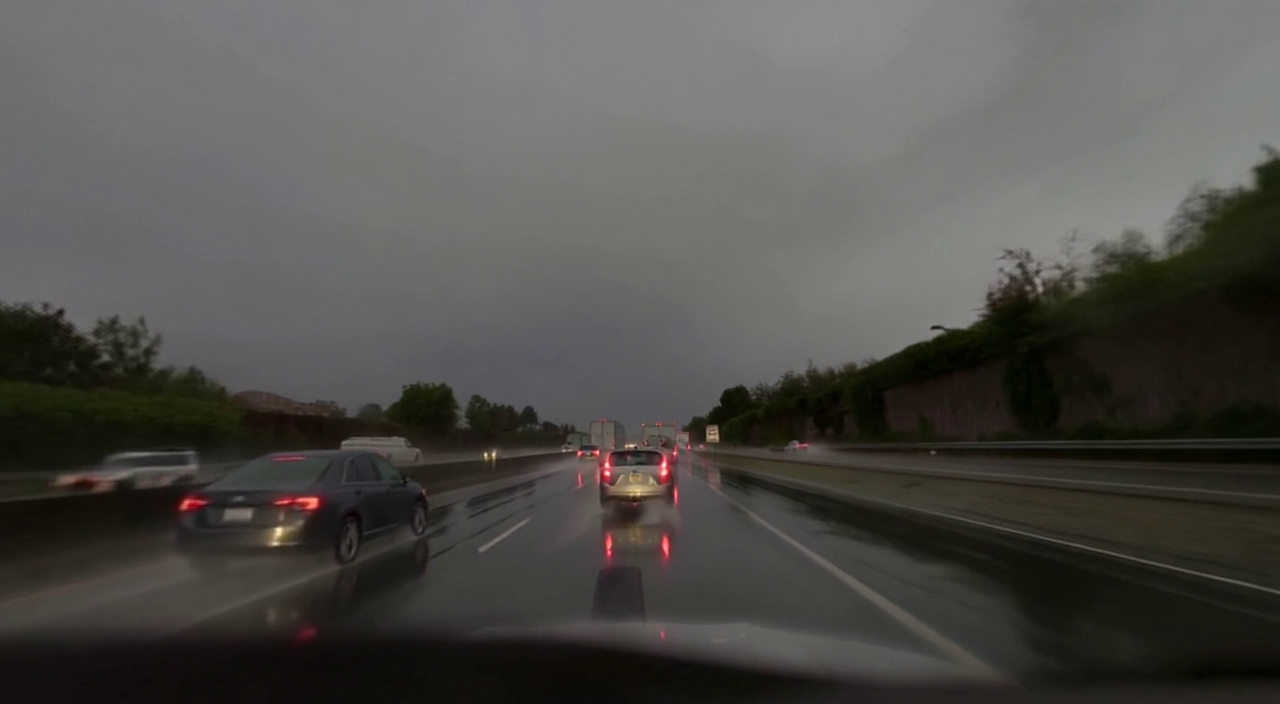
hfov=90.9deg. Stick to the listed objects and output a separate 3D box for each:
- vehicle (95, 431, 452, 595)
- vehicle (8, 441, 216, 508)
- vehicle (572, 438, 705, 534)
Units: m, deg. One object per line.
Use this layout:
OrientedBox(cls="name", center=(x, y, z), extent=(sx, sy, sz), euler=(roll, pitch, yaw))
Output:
OrientedBox(cls="vehicle", center=(-4.063, 1.841, 8.081), extent=(1.929, 1.509, 4.331), euler=(0, -9, 1))
OrientedBox(cls="vehicle", center=(-15.007, 3.478, 18.362), extent=(1.998, 1.685, 4.606), euler=(0, -9, 1))
OrientedBox(cls="vehicle", center=(-0.037, 2.390, 11.785), extent=(2.057, 1.449, 3.931), euler=(0, -9, 0))
